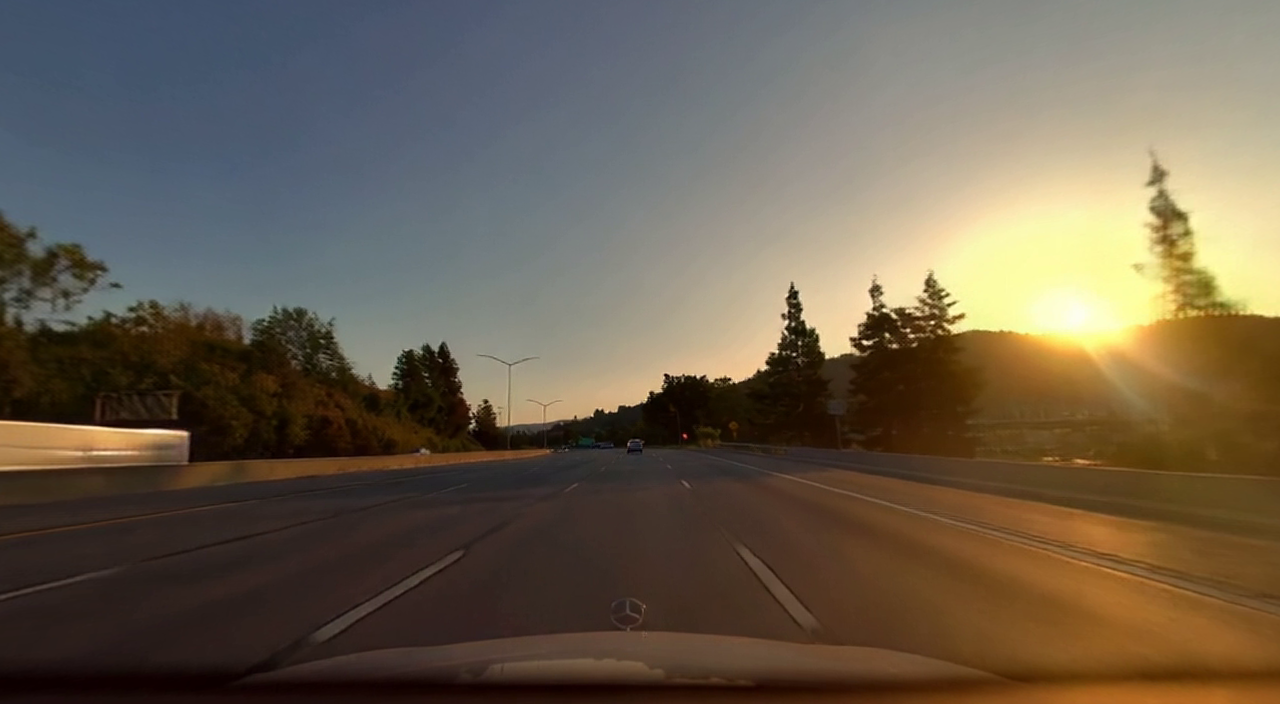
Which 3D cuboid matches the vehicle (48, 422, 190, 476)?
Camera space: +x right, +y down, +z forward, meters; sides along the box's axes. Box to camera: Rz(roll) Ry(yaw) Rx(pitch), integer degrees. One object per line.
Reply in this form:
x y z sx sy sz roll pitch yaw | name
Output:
-35.304 6.610 43.256 2.651 3.367 7.994 0 -8 2 | vehicle
